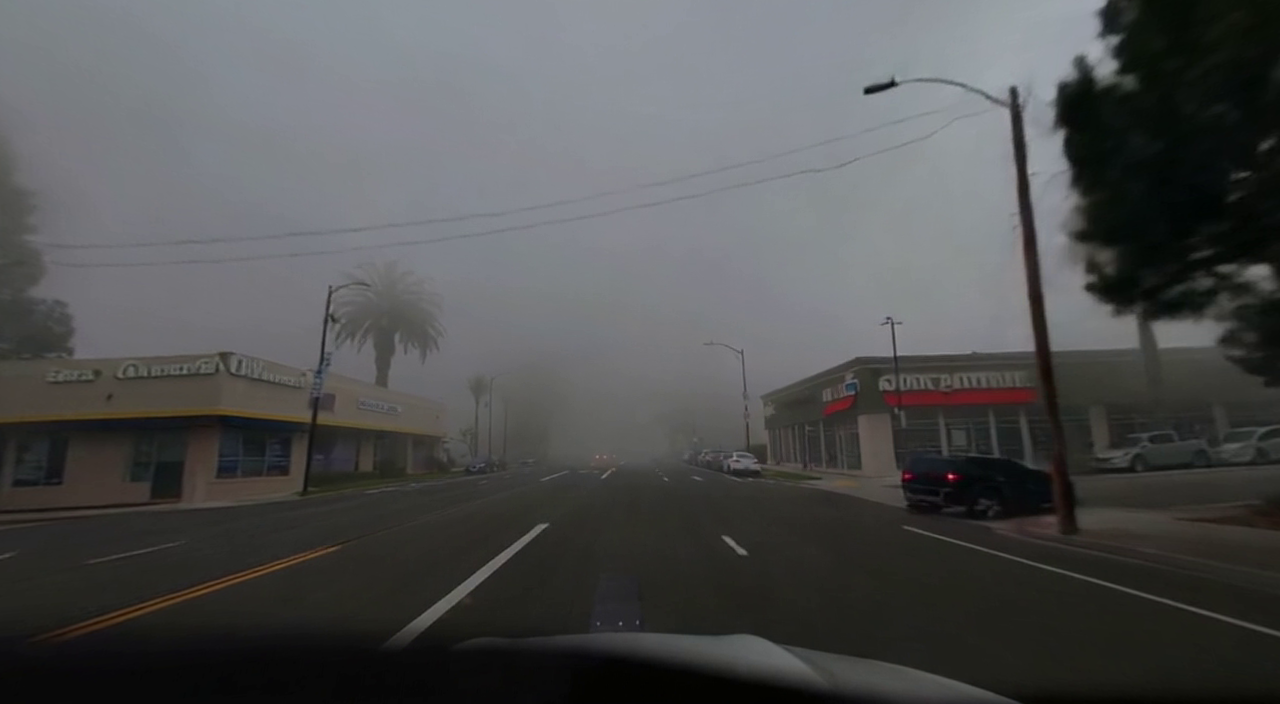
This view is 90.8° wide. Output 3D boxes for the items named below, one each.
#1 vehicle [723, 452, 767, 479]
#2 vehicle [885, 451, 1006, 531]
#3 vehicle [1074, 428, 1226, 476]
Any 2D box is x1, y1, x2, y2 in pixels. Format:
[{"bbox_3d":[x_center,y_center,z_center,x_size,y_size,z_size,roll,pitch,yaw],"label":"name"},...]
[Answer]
[{"bbox_3d":[6.455,7.036,39.478,1.840,1.503,4.760,0,-9,-1],"label":"vehicle"},{"bbox_3d":[7.172,3.036,14.557,2.067,1.477,4.653,-5,-10,30],"label":"vehicle"},{"bbox_3d":[21.479,4.225,26.769,4.482,1.895,2.176,0,-9,-1],"label":"vehicle"}]
